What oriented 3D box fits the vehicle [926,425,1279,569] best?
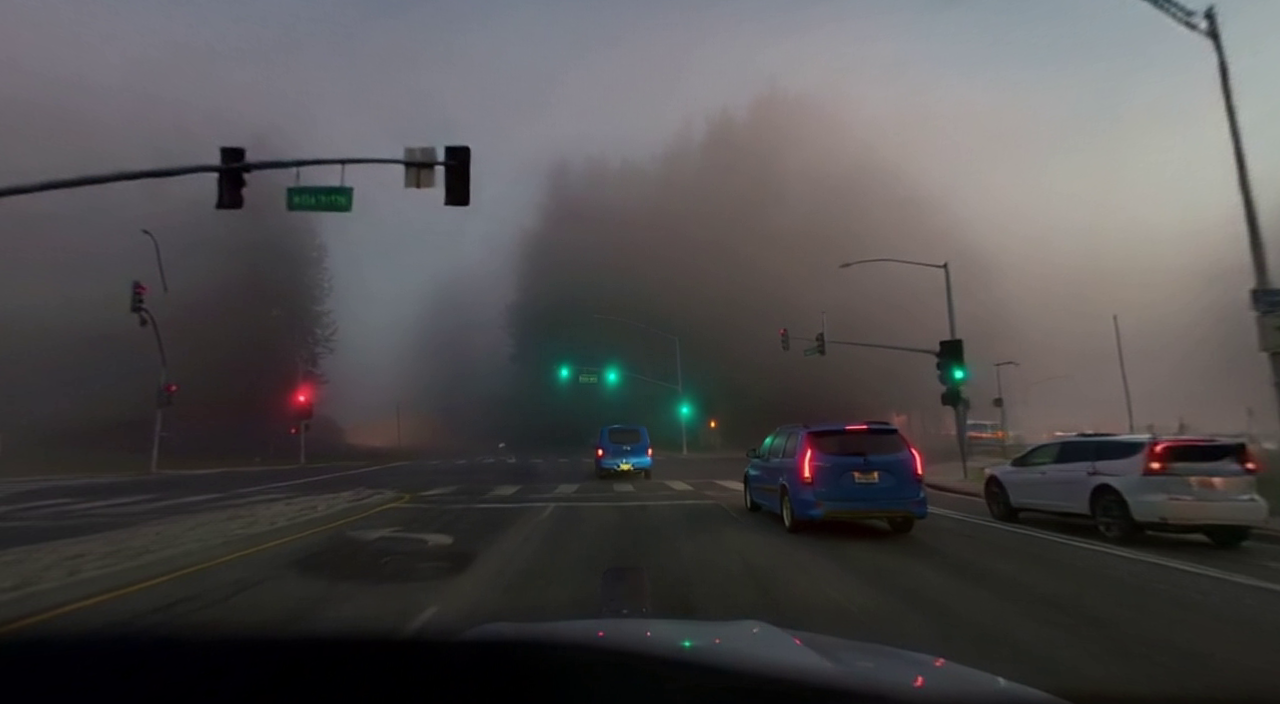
[{"bbox_3d":[6.393,1.873,9.085,2.124,1.474,4.880,0,-8,-2],"label":"vehicle"}]

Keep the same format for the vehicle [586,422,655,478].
[{"bbox_3d":[-0.837,3.579,23.242,2.185,1.822,4.583,1,-8,-6],"label":"vehicle"}]

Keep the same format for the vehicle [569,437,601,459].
[{"bbox_3d":[-3.977,6.874,45.168,1.887,1.458,4.275,1,-8,-10],"label":"vehicle"}]

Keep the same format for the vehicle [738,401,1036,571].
[{"bbox_3d":[2.845,1.670,8.662,2.024,1.686,4.588,0,-8,-3],"label":"vehicle"}]
